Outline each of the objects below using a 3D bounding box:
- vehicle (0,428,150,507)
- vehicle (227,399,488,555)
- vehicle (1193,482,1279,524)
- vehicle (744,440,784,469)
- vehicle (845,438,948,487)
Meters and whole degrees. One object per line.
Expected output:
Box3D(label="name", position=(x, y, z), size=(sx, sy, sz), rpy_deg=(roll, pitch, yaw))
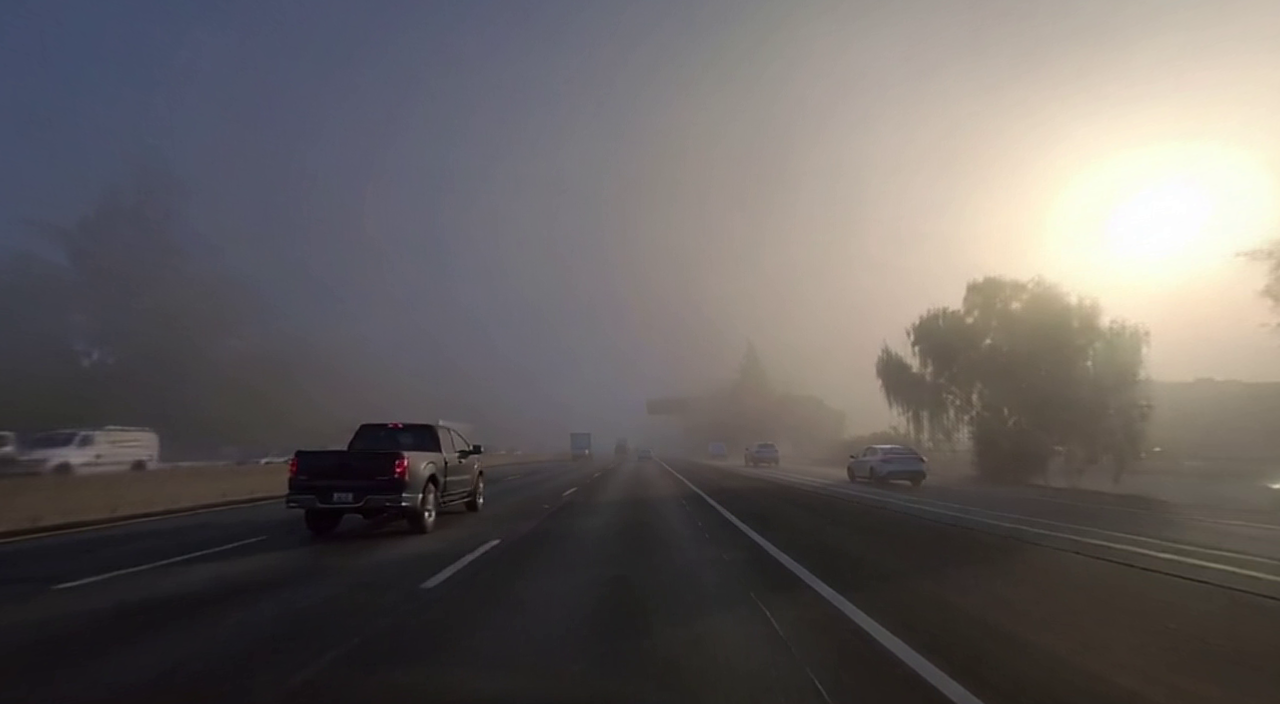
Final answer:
Box3D(label="vehicle", position=(-16.866, 3.097, 17.169), size=(2.339, 1.926, 5.751), rpy_deg=(0, -8, 1))
Box3D(label="vehicle", position=(-4.081, 1.899, 10.276), size=(1.994, 1.911, 4.819), rpy_deg=(0, -8, 0))
Box3D(label="vehicle", position=(29.036, 6.896, 28.919), size=(5.058, 1.729, 2.070), rpy_deg=(-1, -9, 8))
Box3D(label="vehicle", position=(9.653, 7.984, 49.328), size=(2.061, 2.115, 4.635), rpy_deg=(0, -8, -1))
Box3D(label="vehicle", position=(9.488, 4.107, 23.746), size=(1.971, 1.638, 4.295), rpy_deg=(0, -8, -2))
